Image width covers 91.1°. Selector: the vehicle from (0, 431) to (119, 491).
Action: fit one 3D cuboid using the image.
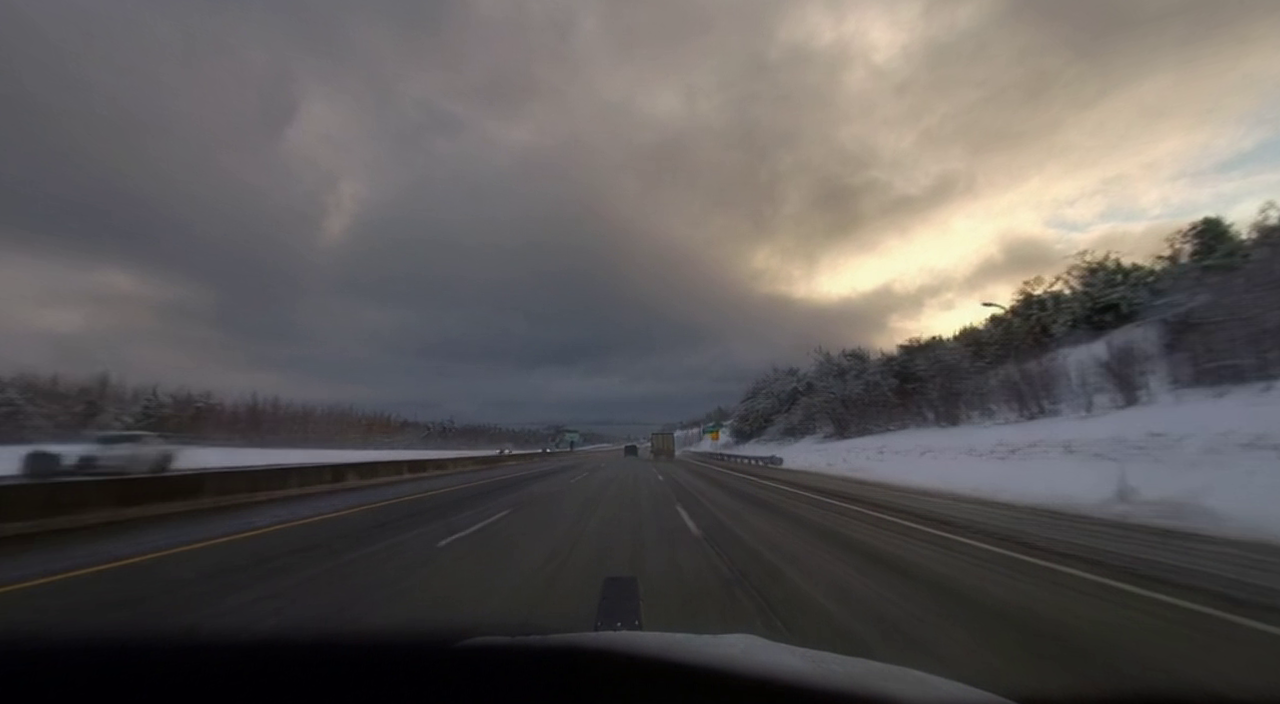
[{"bbox_3d":[-19.363,3.409,19.810,2.050,1.689,4.458,0,-9,-1],"label":"vehicle"}]
